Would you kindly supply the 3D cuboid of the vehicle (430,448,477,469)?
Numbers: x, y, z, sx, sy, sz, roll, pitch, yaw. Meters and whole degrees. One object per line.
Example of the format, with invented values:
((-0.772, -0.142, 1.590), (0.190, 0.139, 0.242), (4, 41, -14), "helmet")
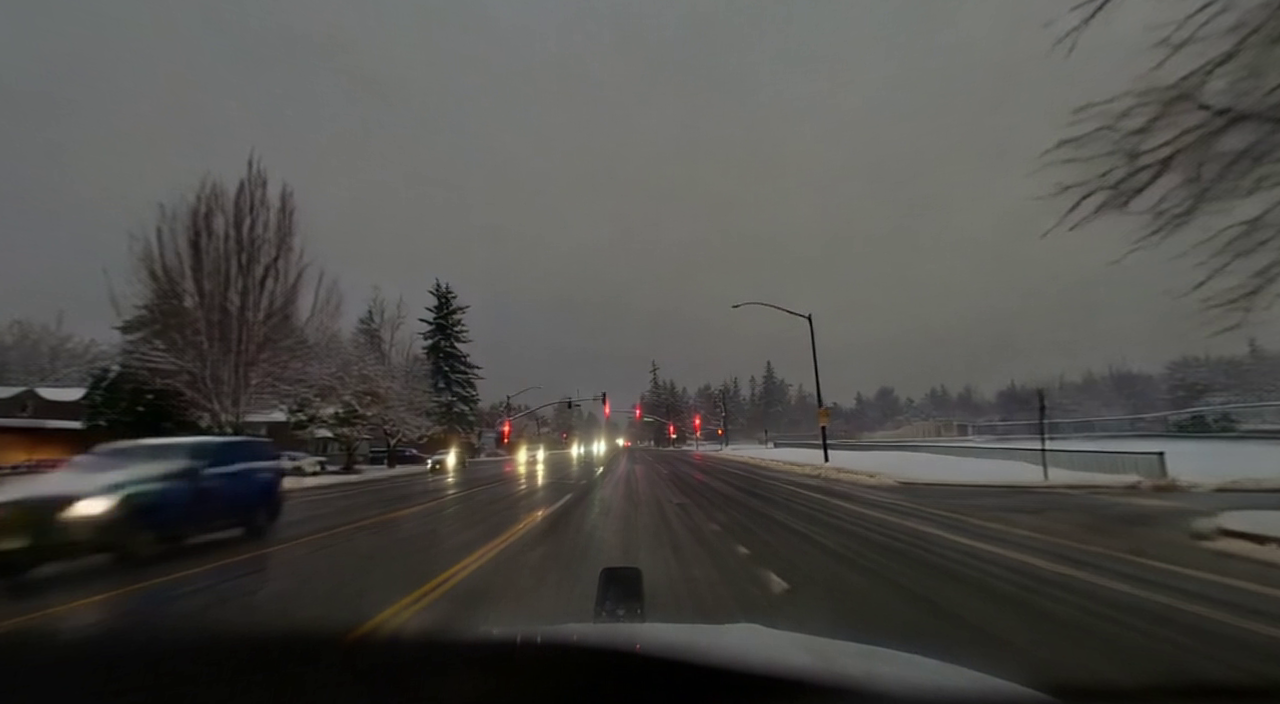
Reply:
((-13.701, 7.829, 46.574), (1.992, 1.453, 4.439), (0, -8, 2), "vehicle")

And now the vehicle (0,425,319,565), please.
((-7.234, 2.090, 10.059), (1.958, 1.702, 4.386), (0, -8, -1), "vehicle")
